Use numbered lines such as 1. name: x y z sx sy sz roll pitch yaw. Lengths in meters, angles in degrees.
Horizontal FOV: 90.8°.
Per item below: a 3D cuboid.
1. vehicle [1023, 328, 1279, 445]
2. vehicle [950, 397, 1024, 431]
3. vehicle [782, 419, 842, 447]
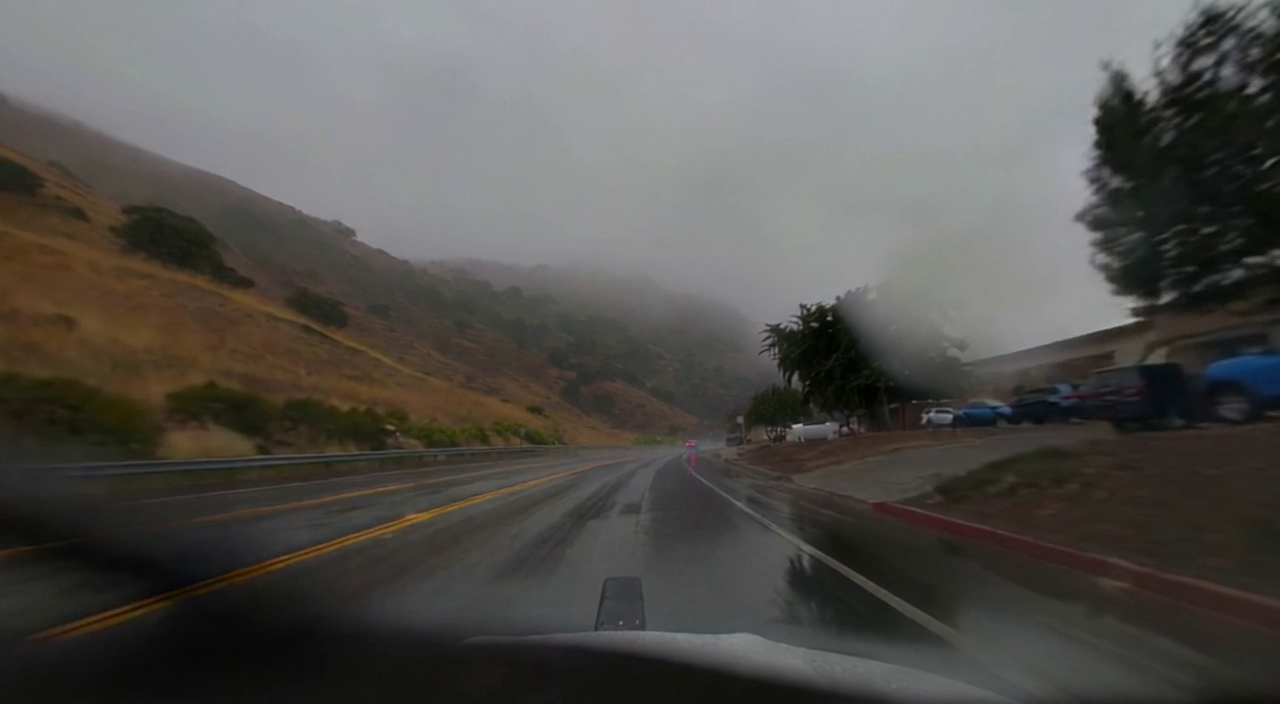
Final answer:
1. vehicle: 9.580 0.829 12.020 1.929 1.593 4.030 -5 -10 0
2. vehicle: 20.577 3.742 37.691 1.933 1.770 4.325 -2 -9 1
3. vehicle: 10.077 4.835 37.352 2.103 1.447 4.727 -2 -9 -1
